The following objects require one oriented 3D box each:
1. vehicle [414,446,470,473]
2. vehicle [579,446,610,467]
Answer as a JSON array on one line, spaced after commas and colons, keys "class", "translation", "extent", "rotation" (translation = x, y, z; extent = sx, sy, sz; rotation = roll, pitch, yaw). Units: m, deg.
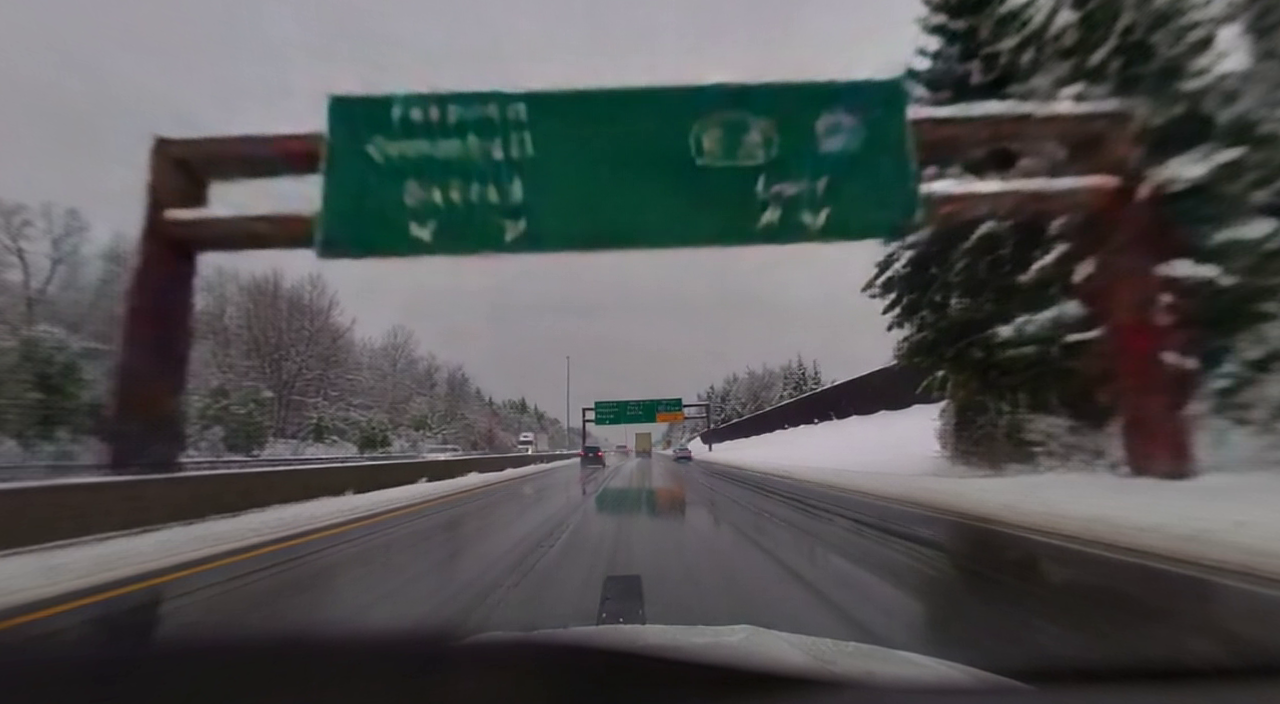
[{"class": "vehicle", "translation": [-11.942, 6.500, 38.350], "extent": [2.010, 1.524, 4.377], "rotation": [0, -9, 0]}, {"class": "vehicle", "translation": [-3.386, 7.874, 47.800], "extent": [2.020, 1.475, 4.434], "rotation": [0, -9, 0]}]
